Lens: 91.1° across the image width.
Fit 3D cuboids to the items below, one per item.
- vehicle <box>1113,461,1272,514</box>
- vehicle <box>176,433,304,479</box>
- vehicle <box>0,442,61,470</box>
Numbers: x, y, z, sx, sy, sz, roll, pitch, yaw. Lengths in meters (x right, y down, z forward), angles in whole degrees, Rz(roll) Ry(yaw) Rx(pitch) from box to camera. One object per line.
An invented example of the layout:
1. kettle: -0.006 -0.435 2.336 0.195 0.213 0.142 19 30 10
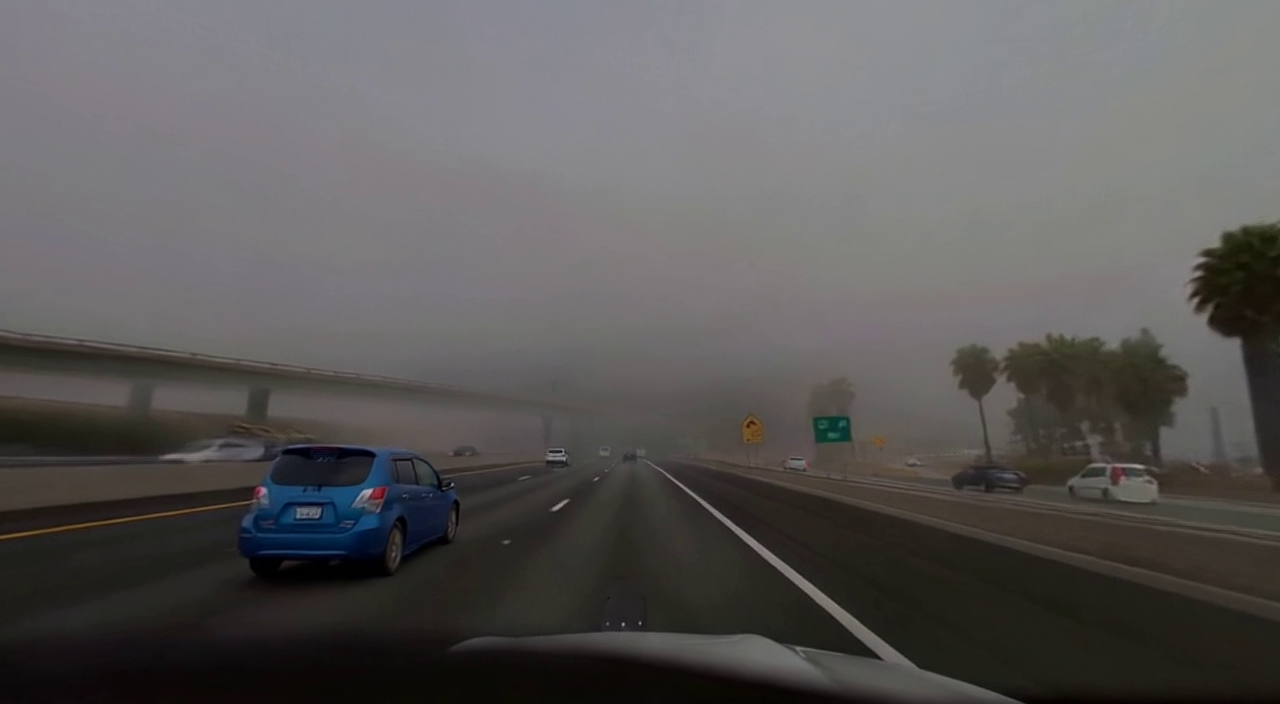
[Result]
1. vehicle: 21.317 5.203 24.586 2.294 1.737 4.708 -1 -9 7
2. vehicle: -16.454 4.322 26.213 2.102 1.727 4.927 0 -9 0
3. vehicle: -33.759 5.501 33.299 1.807 1.451 4.798 1 -9 -5
